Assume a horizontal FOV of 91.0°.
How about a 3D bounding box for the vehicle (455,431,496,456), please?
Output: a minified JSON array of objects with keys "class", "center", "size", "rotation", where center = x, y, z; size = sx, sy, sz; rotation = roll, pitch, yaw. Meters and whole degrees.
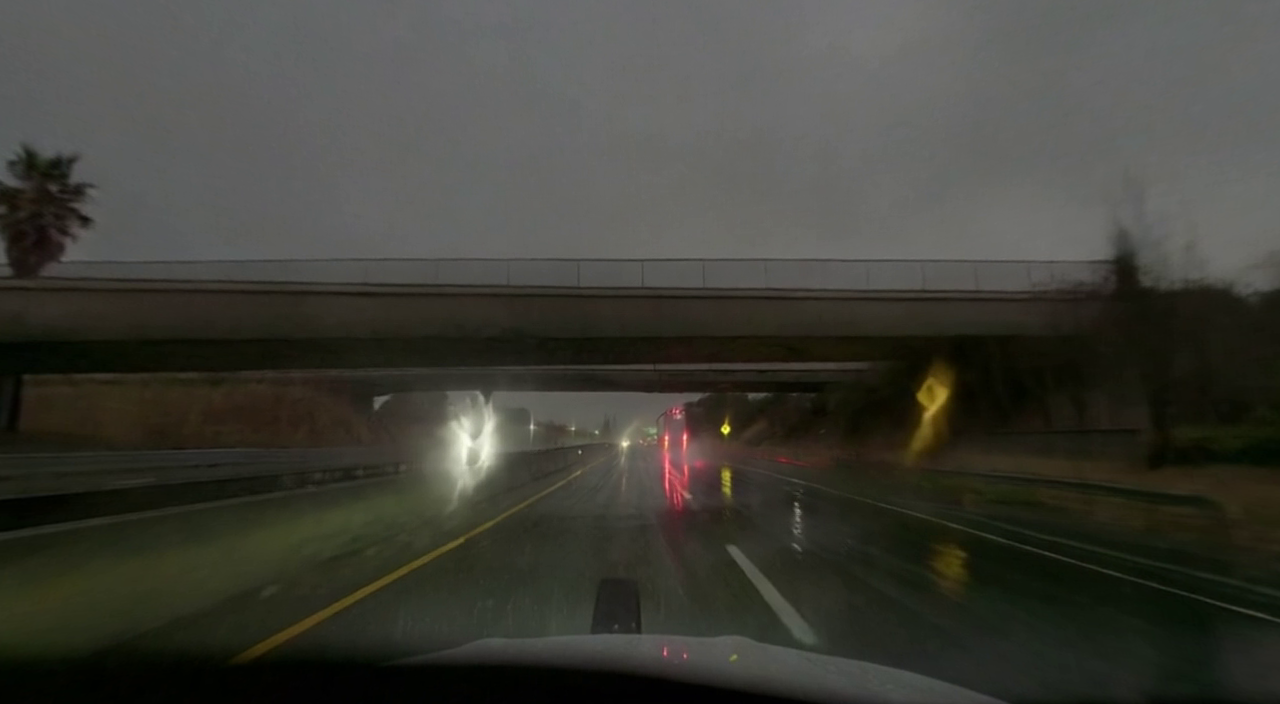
[{"class":"vehicle","center":[-11.626,6.484,44.677],"size":[1.817,1.620,4.137],"rotation":[0,-8,0]}]
